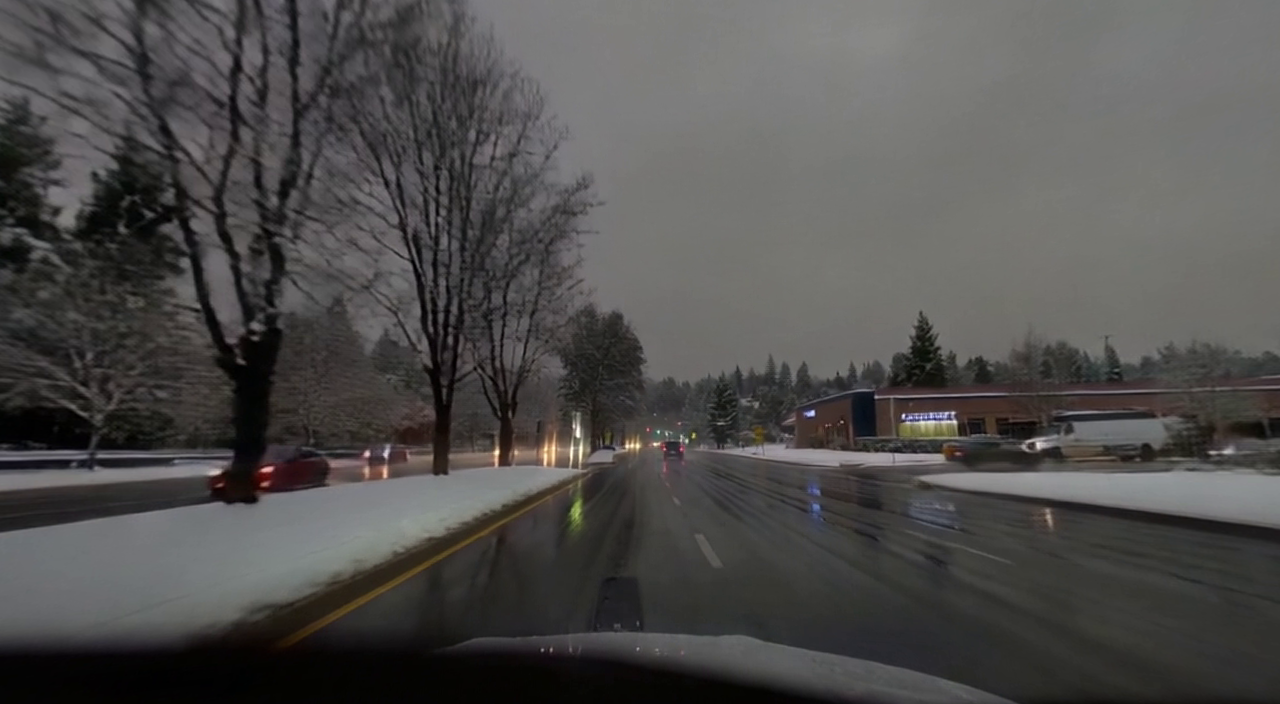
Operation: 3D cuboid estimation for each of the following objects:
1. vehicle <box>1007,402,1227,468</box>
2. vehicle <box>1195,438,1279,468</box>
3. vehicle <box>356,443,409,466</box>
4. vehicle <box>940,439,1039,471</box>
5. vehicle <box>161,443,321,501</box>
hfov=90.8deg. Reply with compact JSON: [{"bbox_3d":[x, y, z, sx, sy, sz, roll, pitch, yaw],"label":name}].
[{"bbox_3d":[30.071,5.249,40.134,11.456,3.682,3.010,-2,-7,-2],"label":"vehicle"},{"bbox_3d":[31.044,5.054,31.613,4.610,1.452,2.009,0,-9,-1],"label":"vehicle"},{"bbox_3d":[-17.965,7.174,44.301,1.881,1.507,4.234,-1,-9,2],"label":"vehicle"},{"bbox_3d":[18.754,5.505,33.934,4.319,1.624,1.988,2,-9,-13],"label":"vehicle"},{"bbox_3d":[-11.271,3.377,18.286,1.822,1.444,4.338,0,-9,-1],"label":"vehicle"}]
